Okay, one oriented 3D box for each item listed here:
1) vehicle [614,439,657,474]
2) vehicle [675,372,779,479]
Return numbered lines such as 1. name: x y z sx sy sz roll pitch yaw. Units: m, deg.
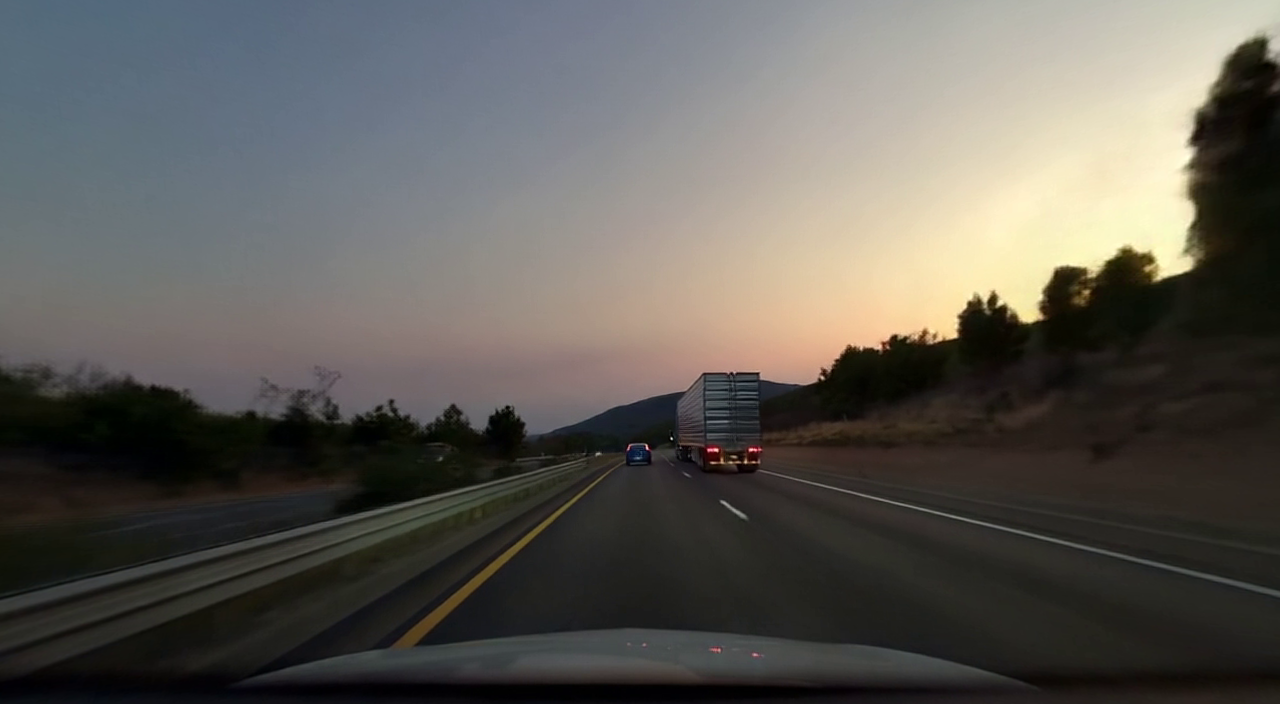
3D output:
1. vehicle: -0.221 5.038 30.610 1.968 1.515 4.025 0 -8 0
2. vehicle: 3.863 4.063 32.839 2.929 4.158 15.921 0 -9 -1
